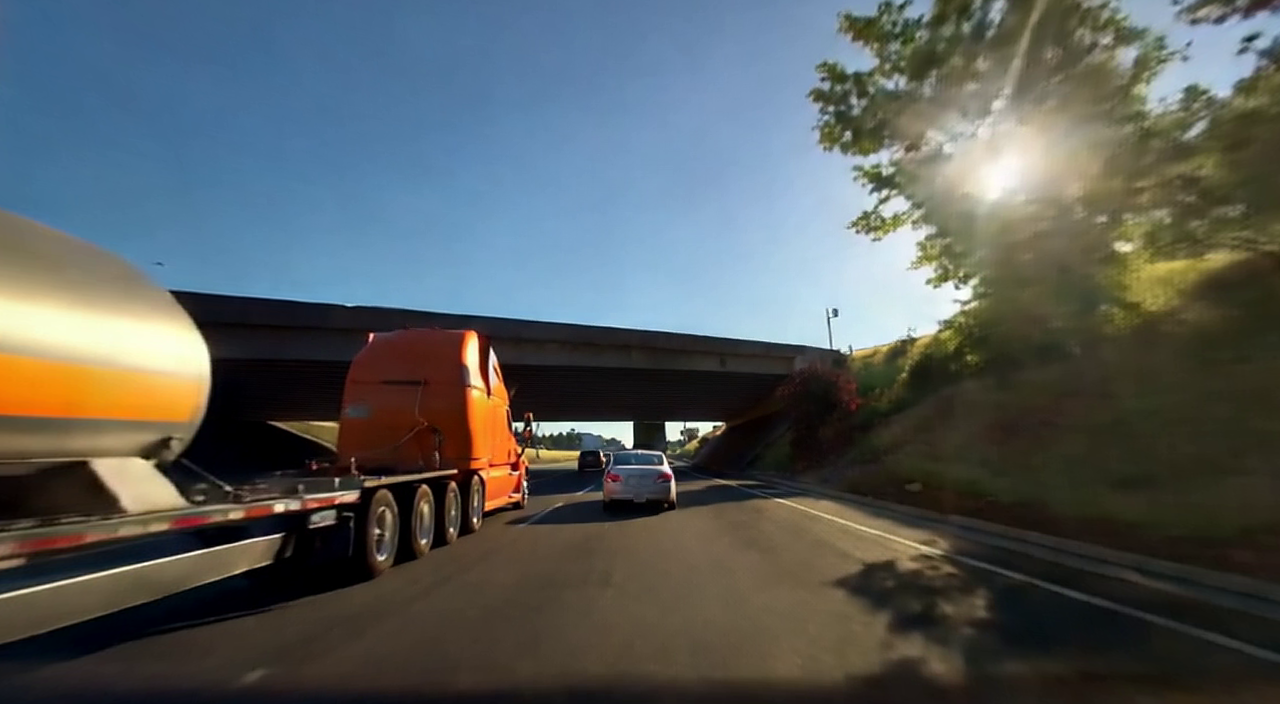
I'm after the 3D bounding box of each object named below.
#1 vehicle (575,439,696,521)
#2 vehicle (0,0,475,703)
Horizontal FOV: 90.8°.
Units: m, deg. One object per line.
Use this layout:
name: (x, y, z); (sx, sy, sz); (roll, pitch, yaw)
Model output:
vehicle: (-0.091, 2.691, 13.798); (2.215, 1.481, 4.246); (0, -9, 0)
vehicle: (-4.275, 0.077, 2.768); (2.896, 3.563, 14.643); (0, -9, 1)
